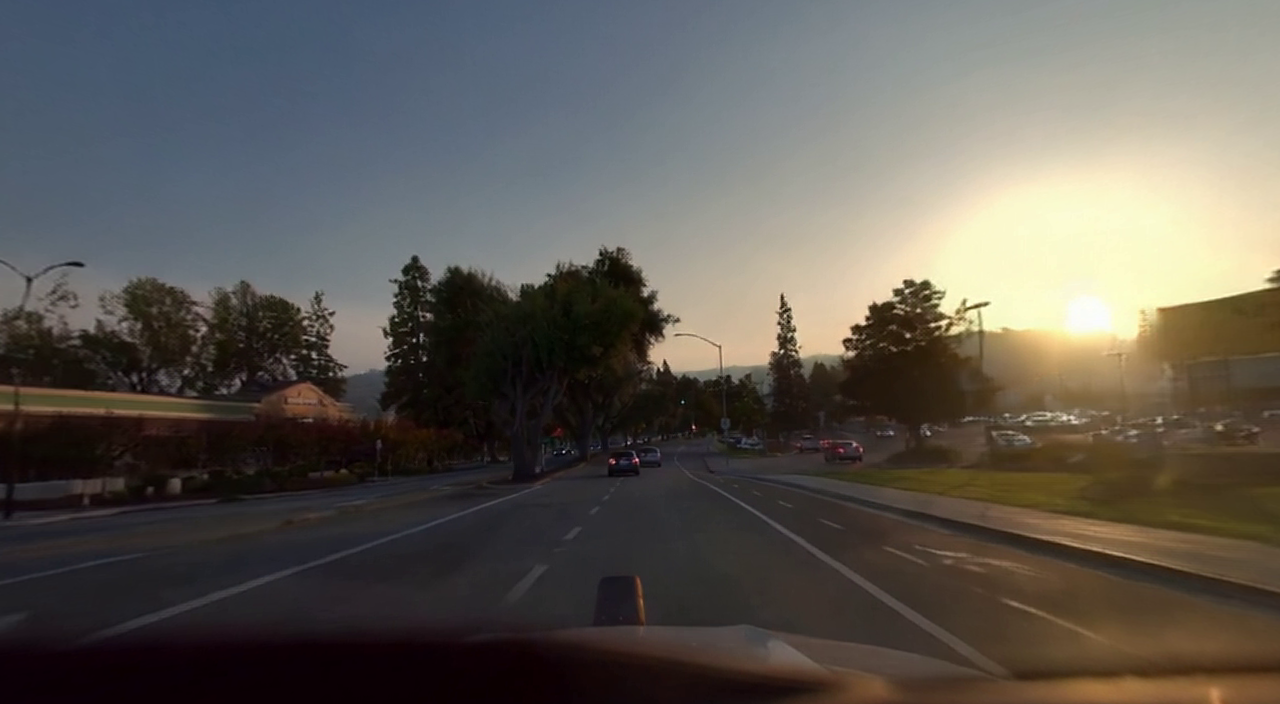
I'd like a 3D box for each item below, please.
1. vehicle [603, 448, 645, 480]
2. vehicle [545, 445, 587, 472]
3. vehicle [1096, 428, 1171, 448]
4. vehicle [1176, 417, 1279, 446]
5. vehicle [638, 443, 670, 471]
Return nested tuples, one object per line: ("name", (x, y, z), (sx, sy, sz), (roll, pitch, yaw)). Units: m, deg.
("vehicle", (-0.754, 5.407, 30.809), (1.917, 1.418, 3.987), (0, -8, -1))
("vehicle", (-5.523, 8.004, 47.946), (2.298, 1.905, 5.777), (-1, -8, 1))
("vehicle", (38.353, 6.732, 49.219), (1.810, 1.442, 4.420), (1, -9, -11))
("vehicle", (42.116, 5.648, 45.225), (2.123, 1.852, 5.401), (0, -6, -12))
("vehicle", (0.911, 7.146, 43.384), (2.046, 1.768, 4.370), (-1, -8, 0))
